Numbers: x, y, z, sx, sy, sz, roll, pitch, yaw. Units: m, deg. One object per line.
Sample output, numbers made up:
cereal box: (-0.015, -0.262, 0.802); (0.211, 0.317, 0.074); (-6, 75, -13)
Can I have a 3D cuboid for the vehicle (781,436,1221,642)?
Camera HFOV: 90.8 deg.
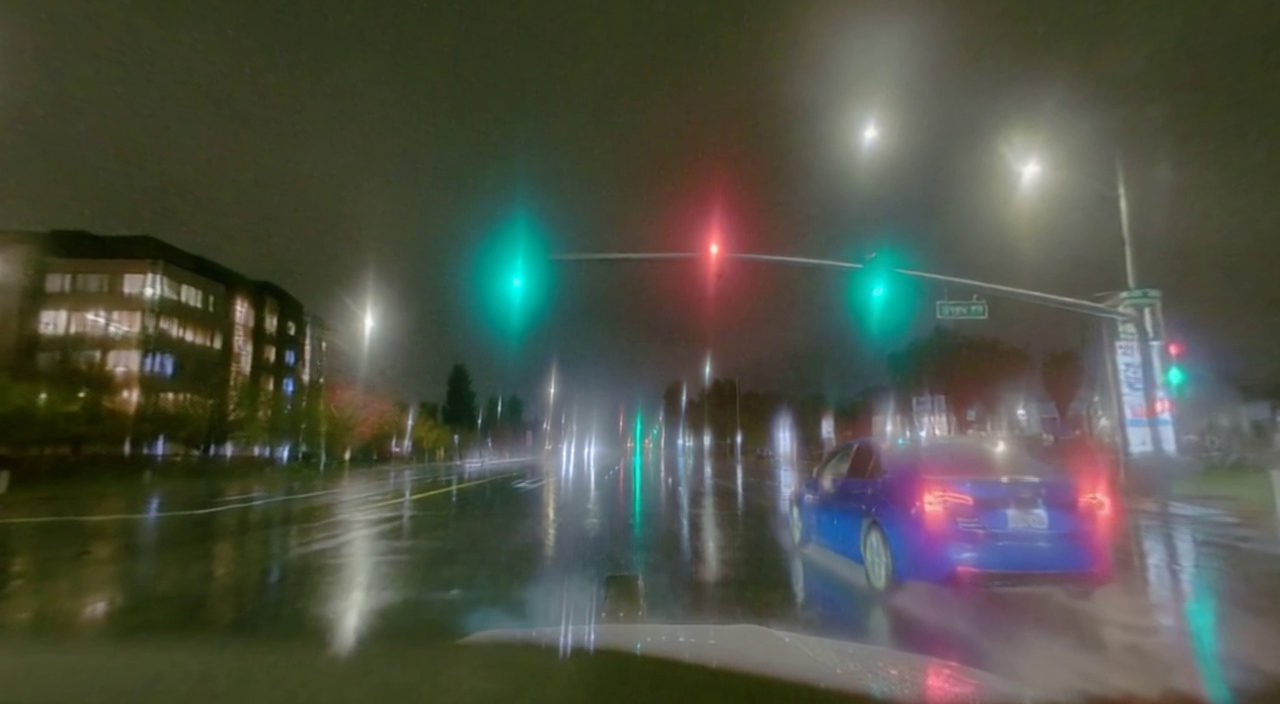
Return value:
vehicle: (3.126, 1.692, 6.915); (2.015, 1.455, 4.615); (0, -9, -1)
